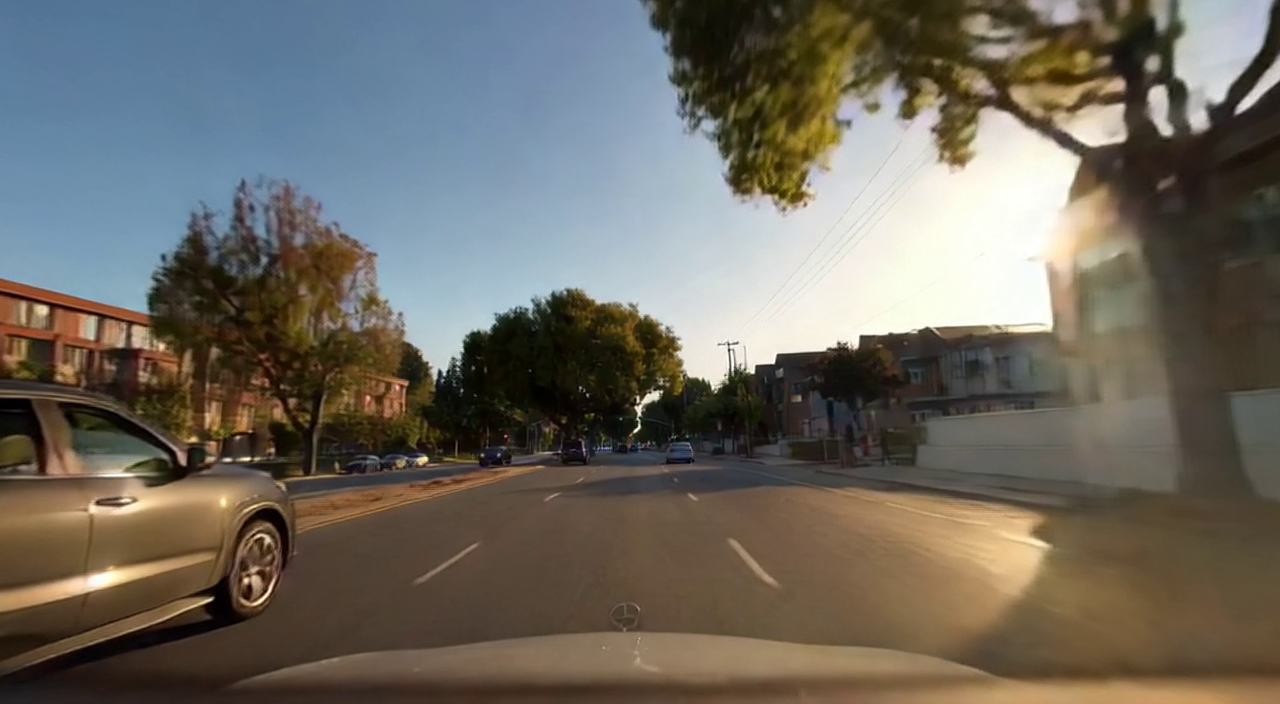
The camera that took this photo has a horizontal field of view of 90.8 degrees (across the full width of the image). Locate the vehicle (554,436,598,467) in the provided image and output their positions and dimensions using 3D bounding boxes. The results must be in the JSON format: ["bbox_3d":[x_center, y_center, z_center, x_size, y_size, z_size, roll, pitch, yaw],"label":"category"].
[{"bbox_3d":[-3.650,5.761,36.780,2.083,1.685,4.069,0,-8,1],"label":"vehicle"}]

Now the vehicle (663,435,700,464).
[{"bbox_3d":[2.631,6.329,41.182,2.018,1.719,4.369,0,-8,-1],"label":"vehicle"}]

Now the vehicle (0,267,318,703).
[{"bbox_3d":[-3.576,0.635,2.107,2.225,1.984,5.168,0,-8,1],"label":"vehicle"}]
